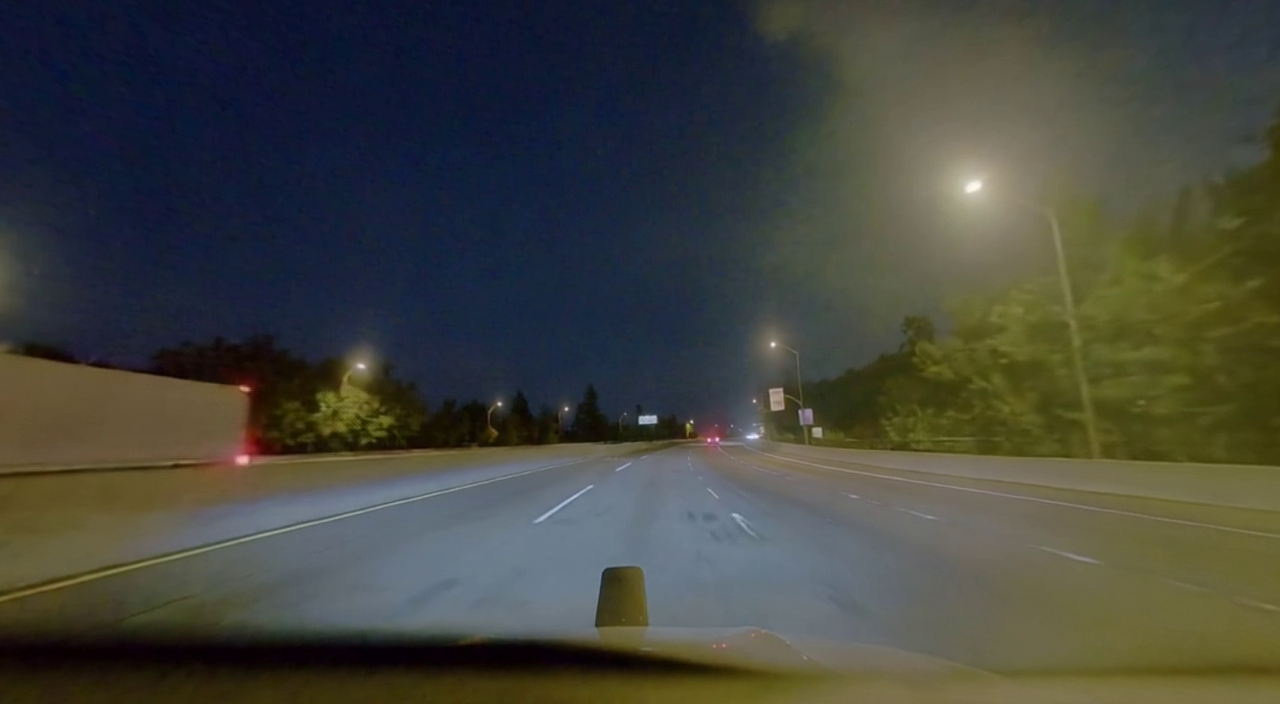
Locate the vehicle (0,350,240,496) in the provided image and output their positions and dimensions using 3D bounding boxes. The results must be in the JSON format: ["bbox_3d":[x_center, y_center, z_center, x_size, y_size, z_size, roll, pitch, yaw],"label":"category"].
[{"bbox_3d":[-19.022,2.040,17.919,2.915,3.953,18.794,0,-8,1],"label":"vehicle"}]
